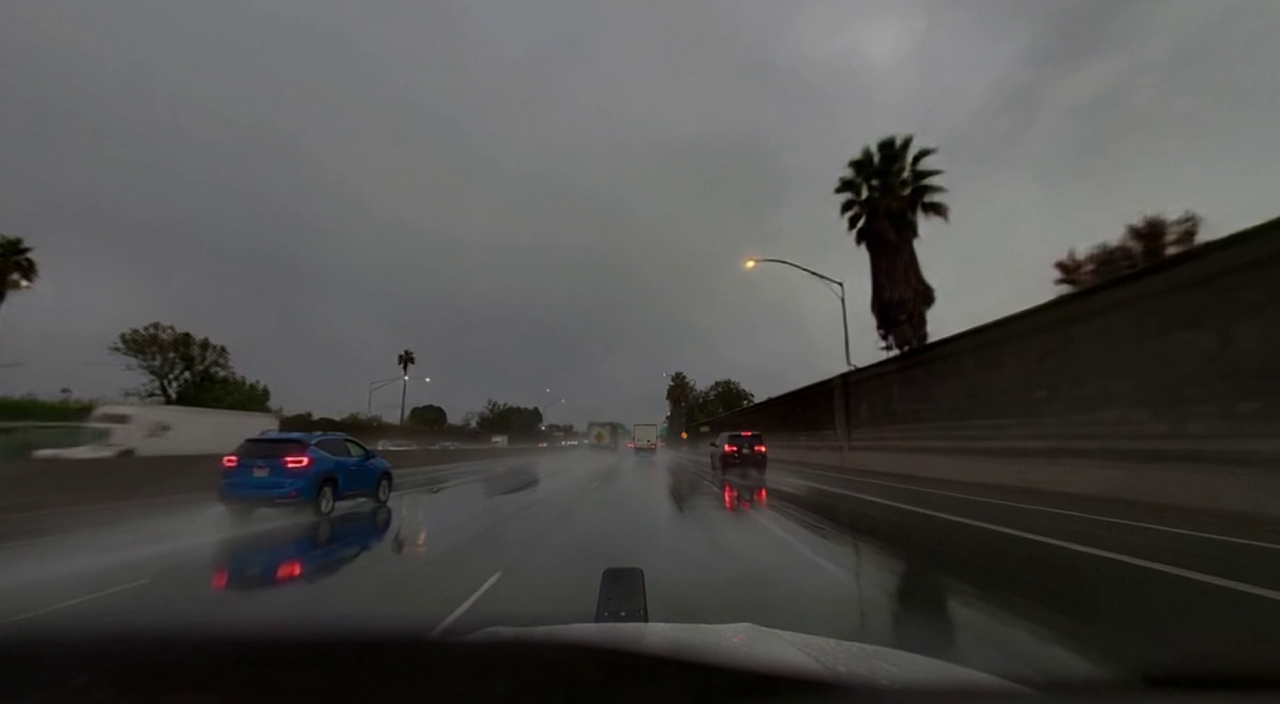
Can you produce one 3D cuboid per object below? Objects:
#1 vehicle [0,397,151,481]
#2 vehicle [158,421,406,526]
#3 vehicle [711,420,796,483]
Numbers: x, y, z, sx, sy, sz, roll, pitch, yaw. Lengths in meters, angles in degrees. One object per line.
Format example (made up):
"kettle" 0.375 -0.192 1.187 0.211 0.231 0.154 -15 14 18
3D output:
"vehicle" -28.196 4.274 30.839 3.024 3.640 6.776 0 -8 0
"vehicle" -7.033 2.424 13.250 2.289 1.774 4.871 0 -8 1
"vehicle" 4.338 3.900 25.028 2.408 2.210 4.999 0 -8 0
